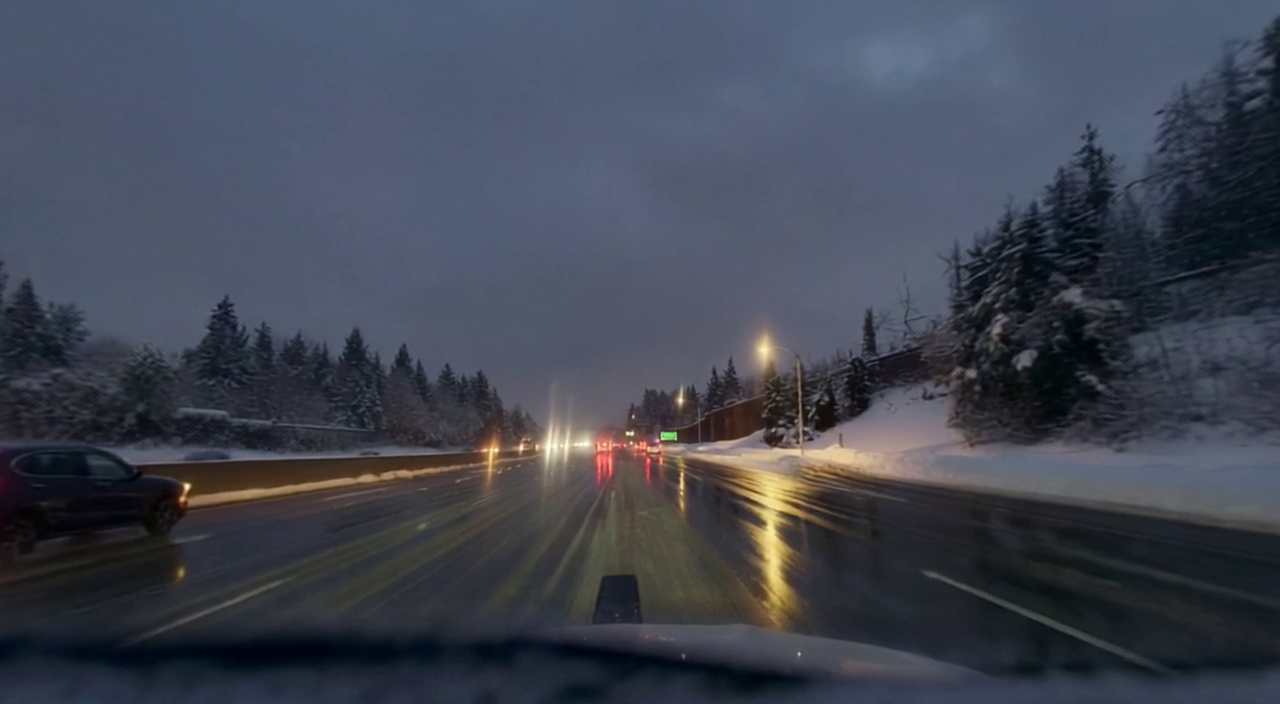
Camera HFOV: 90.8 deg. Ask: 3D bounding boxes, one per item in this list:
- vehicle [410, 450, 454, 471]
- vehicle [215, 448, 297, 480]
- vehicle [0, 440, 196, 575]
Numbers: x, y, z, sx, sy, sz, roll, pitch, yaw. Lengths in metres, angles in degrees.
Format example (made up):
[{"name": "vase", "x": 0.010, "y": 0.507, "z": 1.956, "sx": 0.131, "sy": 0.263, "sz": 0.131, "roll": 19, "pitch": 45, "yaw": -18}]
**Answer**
[{"name": "vehicle", "x": -15.235, "y": 7.954, "z": 46.464, "sx": 1.869, "sy": 1.438, "sz": 4.435, "roll": 0, "pitch": -9, "yaw": -2}, {"name": "vehicle", "x": -21.726, "y": 6.337, "z": 35.951, "sx": 2.044, "sy": 1.654, "sz": 4.344, "roll": 0, "pitch": -9, "yaw": -2}, {"name": "vehicle", "x": -8.298, "y": 1.912, "z": 8.088, "sx": 2.060, "sy": 1.507, "sz": 4.494, "roll": 0, "pitch": -9, "yaw": -2}]
